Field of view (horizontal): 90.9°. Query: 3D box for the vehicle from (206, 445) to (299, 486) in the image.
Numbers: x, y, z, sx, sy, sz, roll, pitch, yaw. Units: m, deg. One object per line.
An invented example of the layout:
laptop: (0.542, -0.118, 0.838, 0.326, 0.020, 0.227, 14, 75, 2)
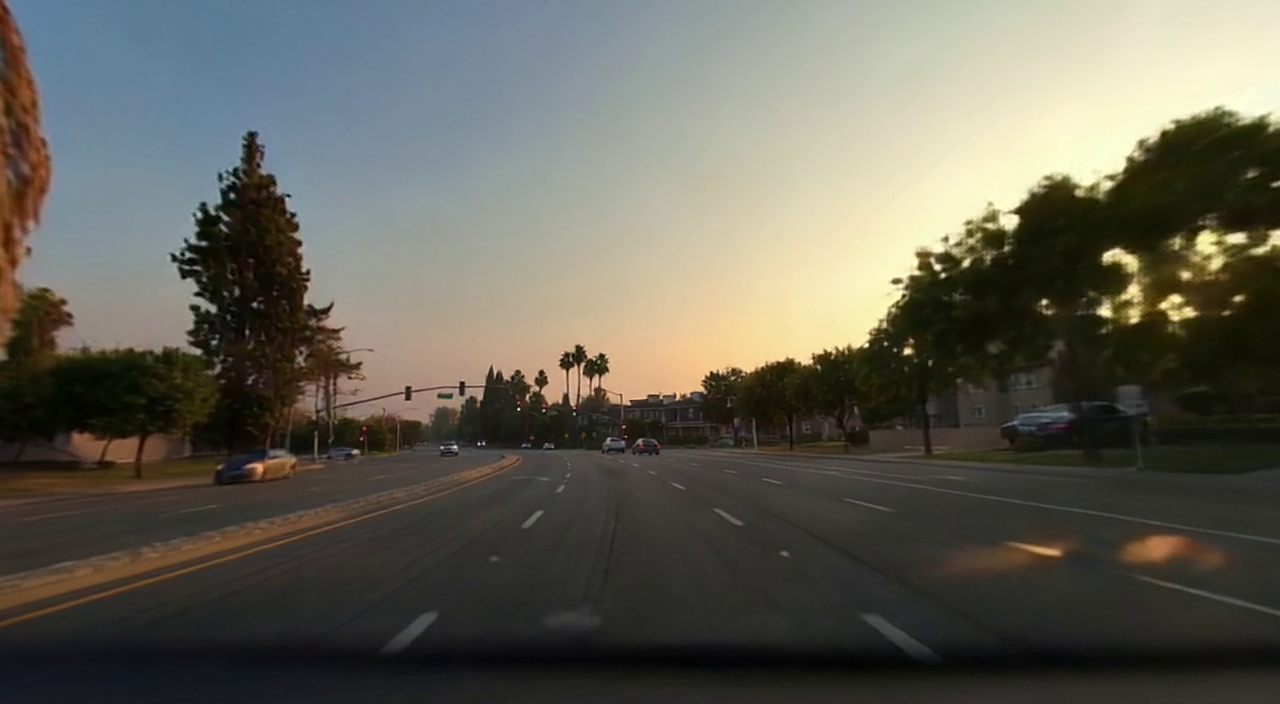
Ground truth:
vehicle: (-17.851, 5.192, 29.284, 1.939, 1.715, 4.310, 1, -8, -6)
